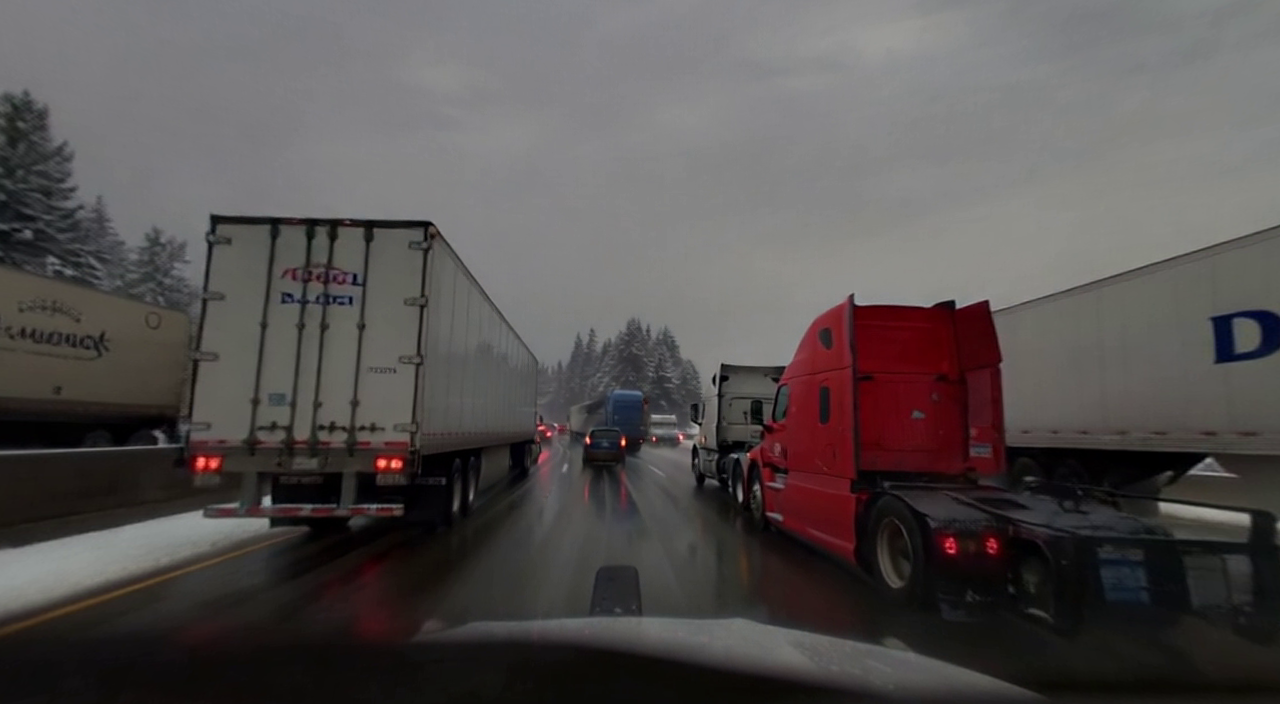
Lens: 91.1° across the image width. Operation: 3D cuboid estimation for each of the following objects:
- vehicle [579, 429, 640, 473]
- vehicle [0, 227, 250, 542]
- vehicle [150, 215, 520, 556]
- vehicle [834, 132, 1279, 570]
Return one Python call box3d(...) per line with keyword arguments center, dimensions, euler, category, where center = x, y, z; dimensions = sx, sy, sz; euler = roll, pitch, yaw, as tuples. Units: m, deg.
box3d(center=(-1.286, 3.795, 24.431), dimensions=(2.060, 1.540, 4.374), euler=(1, -8, -7), category="vehicle")
box3d(center=(-10.662, 0.050, 5.433), dimensions=(2.867, 4.125, 14.026), euler=(-2, -8, 15), category="vehicle")
box3d(center=(-4.161, 0.892, 11.412), dimensions=(2.822, 3.788, 8.799), euler=(0, -8, -4), category="vehicle")
box3d(center=(7.698, -0.084, 5.551), dimensions=(2.820, 4.084, 13.786), euler=(3, -8, -24), category="vehicle")
